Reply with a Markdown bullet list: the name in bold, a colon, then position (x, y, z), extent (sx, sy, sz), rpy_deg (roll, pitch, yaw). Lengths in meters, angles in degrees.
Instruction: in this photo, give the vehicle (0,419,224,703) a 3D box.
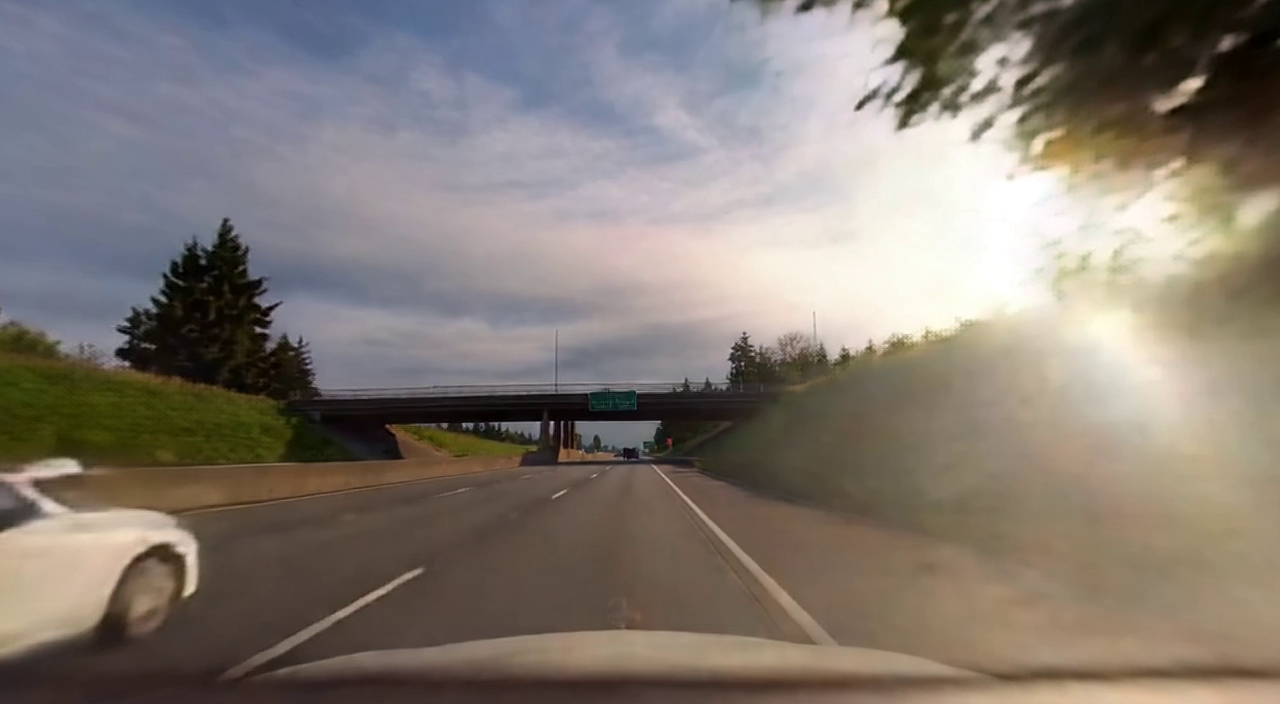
- **vehicle**: position (-4.113, 1.013, 2.570), extent (1.992, 1.504, 4.117), rpy_deg (0, -9, 0)
